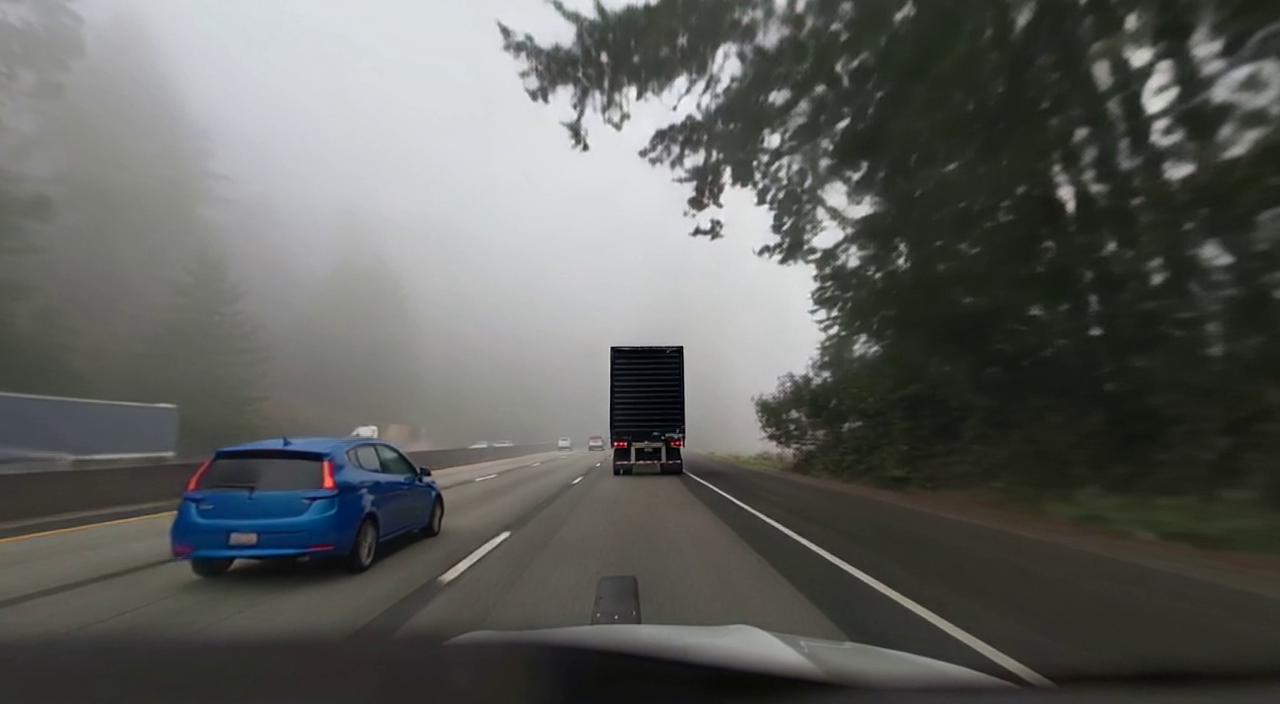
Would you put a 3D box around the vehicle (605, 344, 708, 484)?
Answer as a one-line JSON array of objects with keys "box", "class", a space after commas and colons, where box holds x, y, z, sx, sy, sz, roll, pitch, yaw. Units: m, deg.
[{"box": [0.417, 2.593, 24.263, 3.073, 4.196, 10.546, 0, -8, -1], "class": "vehicle"}]

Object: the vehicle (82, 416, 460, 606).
[{"box": [-3.644, 1.614, 7.354, 1.854, 1.530, 4.268, 0, -8, -1], "class": "vehicle"}]

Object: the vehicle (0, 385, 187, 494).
[{"box": [-24.027, 3.425, 24.483, 2.838, 3.787, 13.774, 0, -8, -1], "class": "vehicle"}]
